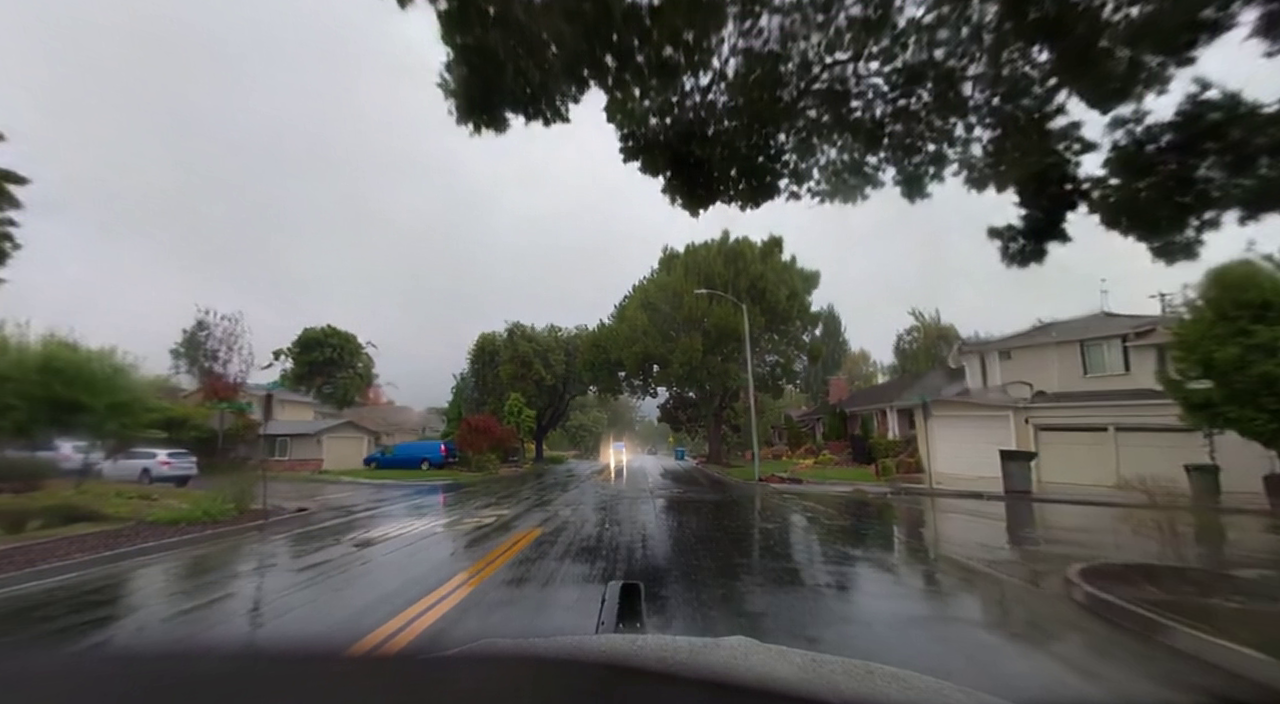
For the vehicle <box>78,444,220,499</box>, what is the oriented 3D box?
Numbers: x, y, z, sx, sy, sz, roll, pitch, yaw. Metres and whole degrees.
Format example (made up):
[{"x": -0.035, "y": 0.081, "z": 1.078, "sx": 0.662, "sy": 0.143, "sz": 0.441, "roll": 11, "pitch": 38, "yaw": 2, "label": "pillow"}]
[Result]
[{"x": -17.528, "y": 4.193, "z": 22.537, "sx": 4.876, "sy": 1.763, "sz": 2.016, "roll": -5, "pitch": -10, "yaw": 27, "label": "vehicle"}]

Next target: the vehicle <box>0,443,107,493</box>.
[{"x": -25.177, "y": 4.779, "z": 26.479, "sx": 5.987, "sy": 1.881, "sz": 2.249, "roll": -5, "pitch": -10, "yaw": 30, "label": "vehicle"}]

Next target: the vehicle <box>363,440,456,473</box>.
[{"x": -13.776, "y": 6.237, "z": 38.077, "sx": 2.145, "sy": 1.839, "sz": 4.837, "roll": -6, "pitch": -10, "yaw": 34, "label": "vehicle"}]
